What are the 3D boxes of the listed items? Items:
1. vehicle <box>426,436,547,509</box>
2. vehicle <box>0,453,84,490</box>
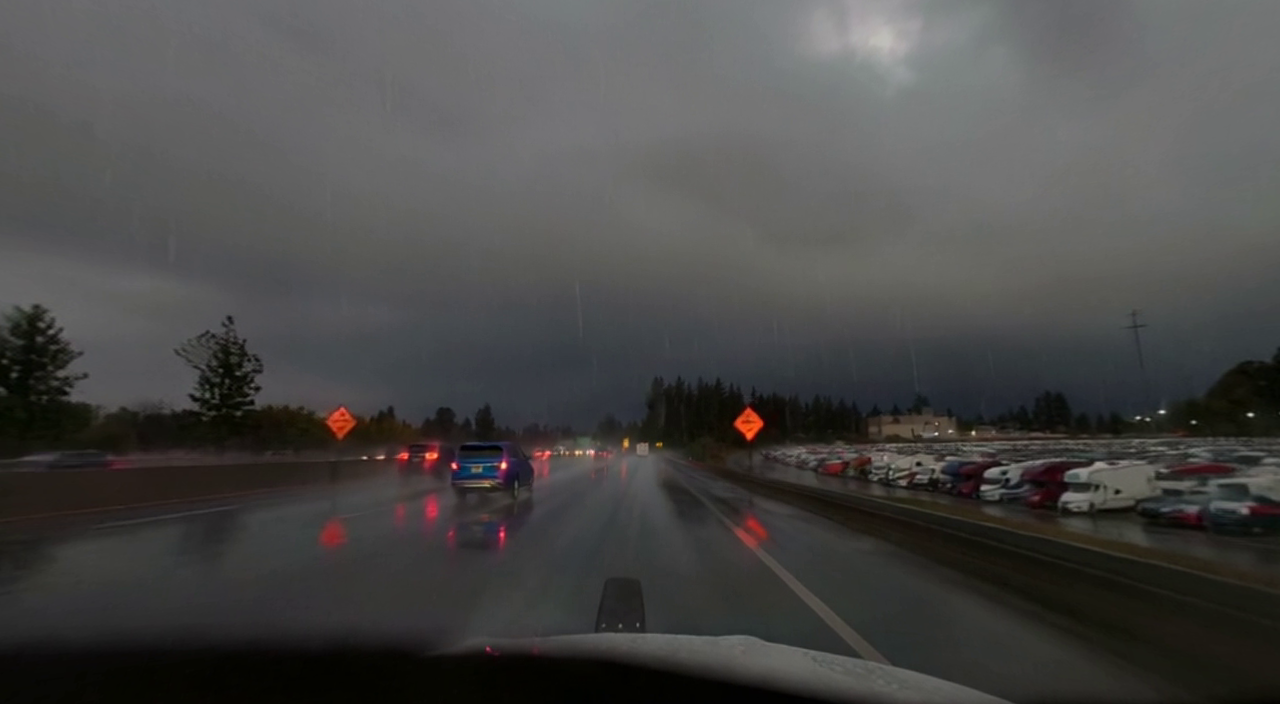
[{"bbox_3d":[-3.882,3.128,16.771,2.070,1.665,4.213,0,-9,1],"label":"vehicle"},{"bbox_3d":[-29.701,5.678,30.119,1.863,1.612,4.639,0,-9,2],"label":"vehicle"}]
